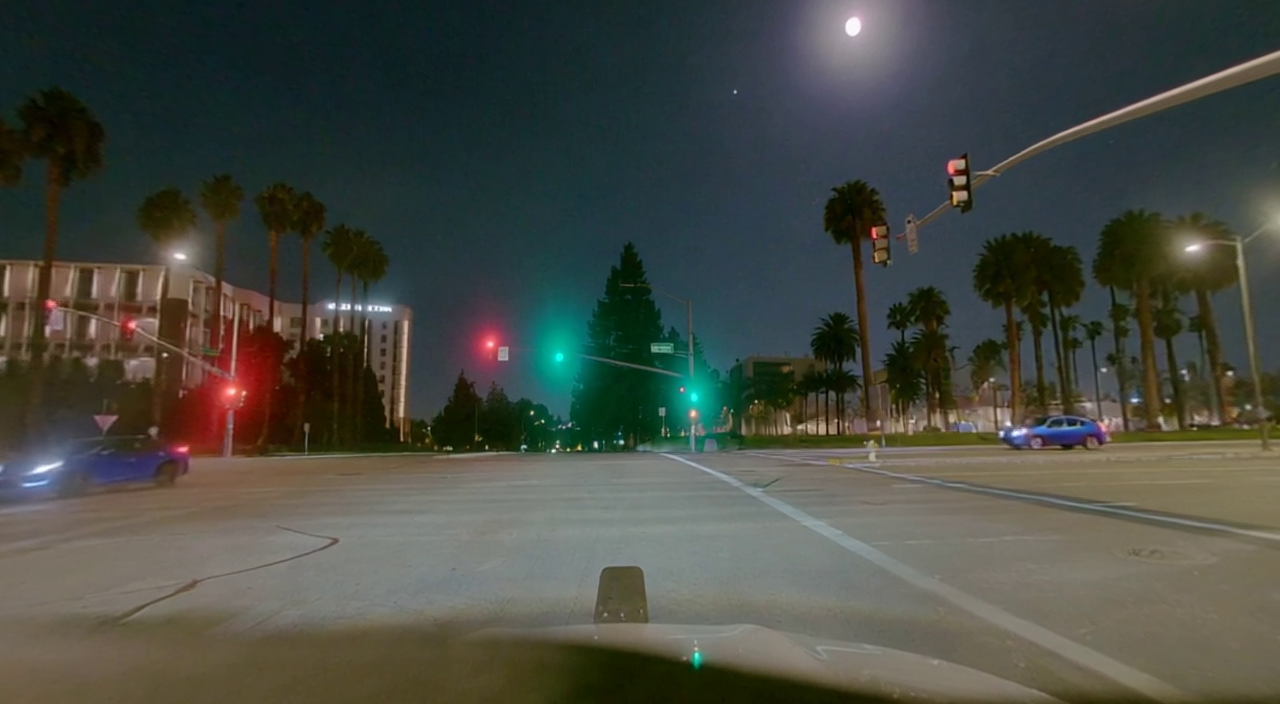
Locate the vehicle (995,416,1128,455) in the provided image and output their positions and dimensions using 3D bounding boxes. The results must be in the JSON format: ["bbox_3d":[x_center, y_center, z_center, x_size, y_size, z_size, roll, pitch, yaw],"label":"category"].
[{"bbox_3d":[19.898,3.980,29.783,4.820,1.751,2.050,0,-8,-1],"label":"vehicle"}]

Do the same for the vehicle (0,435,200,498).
[{"bbox_3d":[-14.406,3.004,16.903,2.042,1.472,4.345,0,-8,-1],"label":"vehicle"}]
